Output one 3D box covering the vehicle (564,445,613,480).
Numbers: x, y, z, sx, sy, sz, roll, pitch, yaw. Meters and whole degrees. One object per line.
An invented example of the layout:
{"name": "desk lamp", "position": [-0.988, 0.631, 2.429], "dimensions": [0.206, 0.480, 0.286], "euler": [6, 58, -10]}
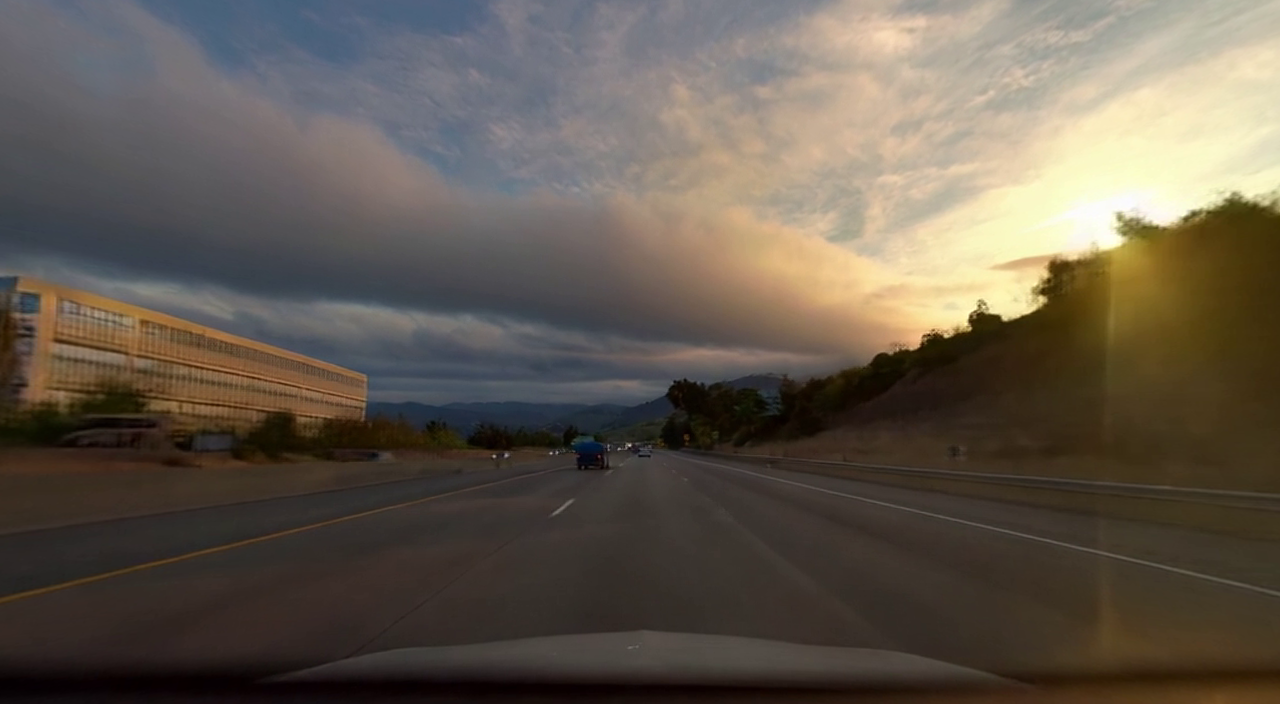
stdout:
{"name": "vehicle", "position": [-2.454, 5.402, 31.014], "dimensions": [1.965, 1.556, 3.971], "euler": [-1, -9, 2]}
